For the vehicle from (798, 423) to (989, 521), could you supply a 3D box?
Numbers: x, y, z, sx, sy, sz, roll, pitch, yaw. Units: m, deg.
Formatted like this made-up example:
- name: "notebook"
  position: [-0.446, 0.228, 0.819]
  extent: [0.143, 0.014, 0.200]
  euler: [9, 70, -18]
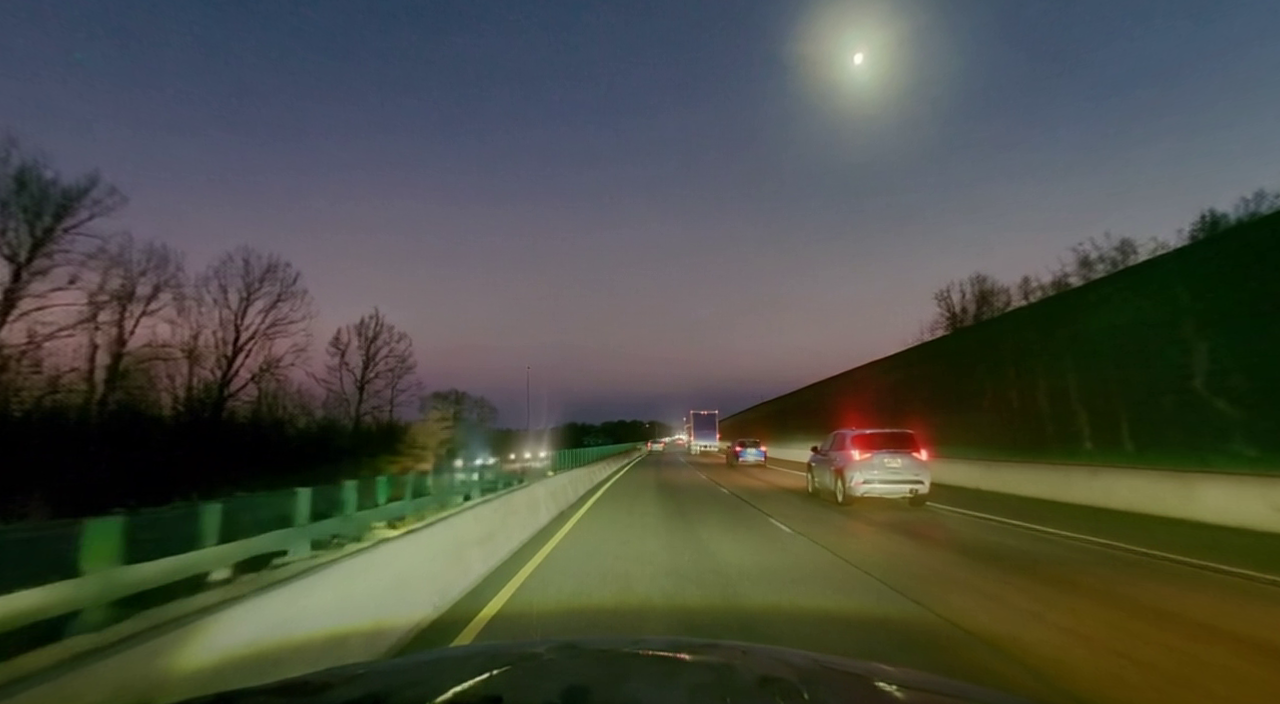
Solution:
- name: "vehicle"
  position: [4.575, 2.213, 12.135]
  extent: [1.940, 1.539, 4.005]
  euler: [0, -8, -1]

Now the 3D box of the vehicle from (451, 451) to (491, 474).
- name: "vehicle"
  position: [-11.954, 7.794, 44.773]
  extent: [1.810, 1.481, 3.837]
  euler: [0, -8, -1]

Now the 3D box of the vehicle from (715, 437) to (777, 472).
- name: "vehicle"
  position: [4.732, 4.630, 28.695]
  extent: [2.000, 1.473, 4.440]
  euler: [0, -8, -1]
